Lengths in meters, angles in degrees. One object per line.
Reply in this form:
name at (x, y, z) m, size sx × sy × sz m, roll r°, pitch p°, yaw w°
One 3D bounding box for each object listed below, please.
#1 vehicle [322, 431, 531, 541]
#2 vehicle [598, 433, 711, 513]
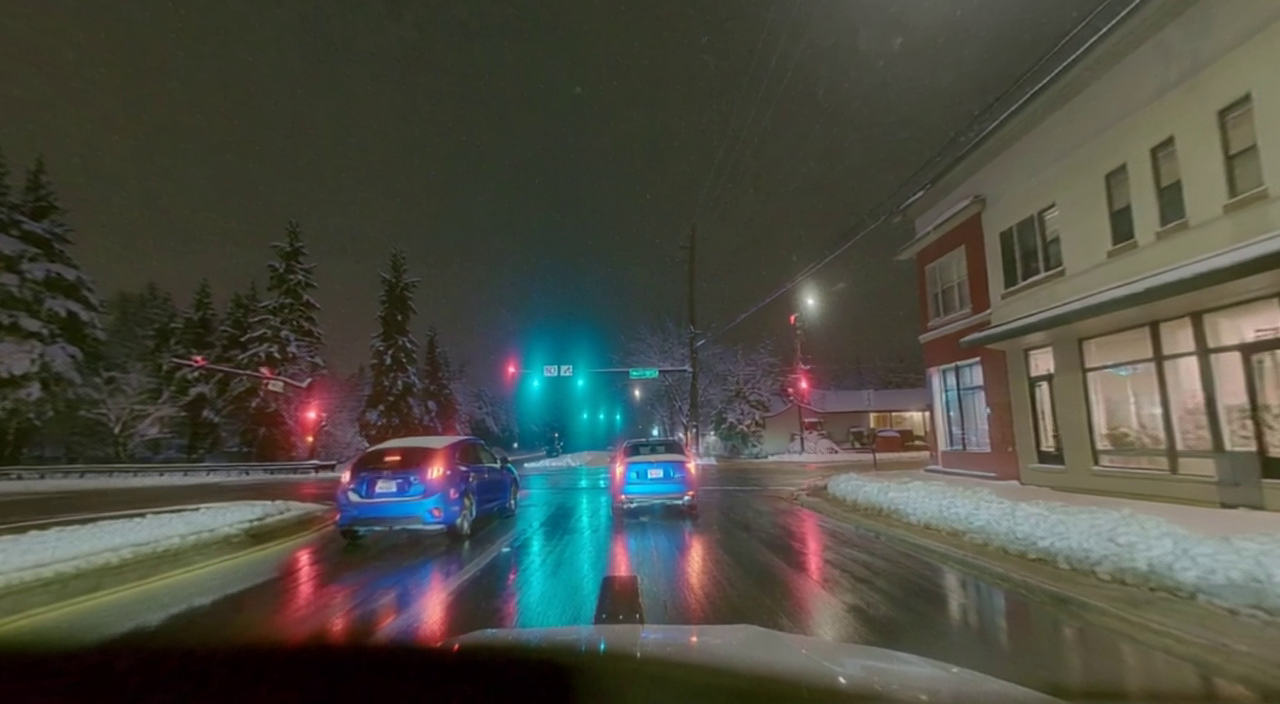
vehicle at (-3.301, 2.162, 10.873) m, size 2.032 × 1.467 × 4.411 m, roll 0°, pitch -8°, yaw 0°
vehicle at (0.247, 2.531, 13.698) m, size 2.059 × 1.456 × 4.047 m, roll 0°, pitch -8°, yaw 0°
